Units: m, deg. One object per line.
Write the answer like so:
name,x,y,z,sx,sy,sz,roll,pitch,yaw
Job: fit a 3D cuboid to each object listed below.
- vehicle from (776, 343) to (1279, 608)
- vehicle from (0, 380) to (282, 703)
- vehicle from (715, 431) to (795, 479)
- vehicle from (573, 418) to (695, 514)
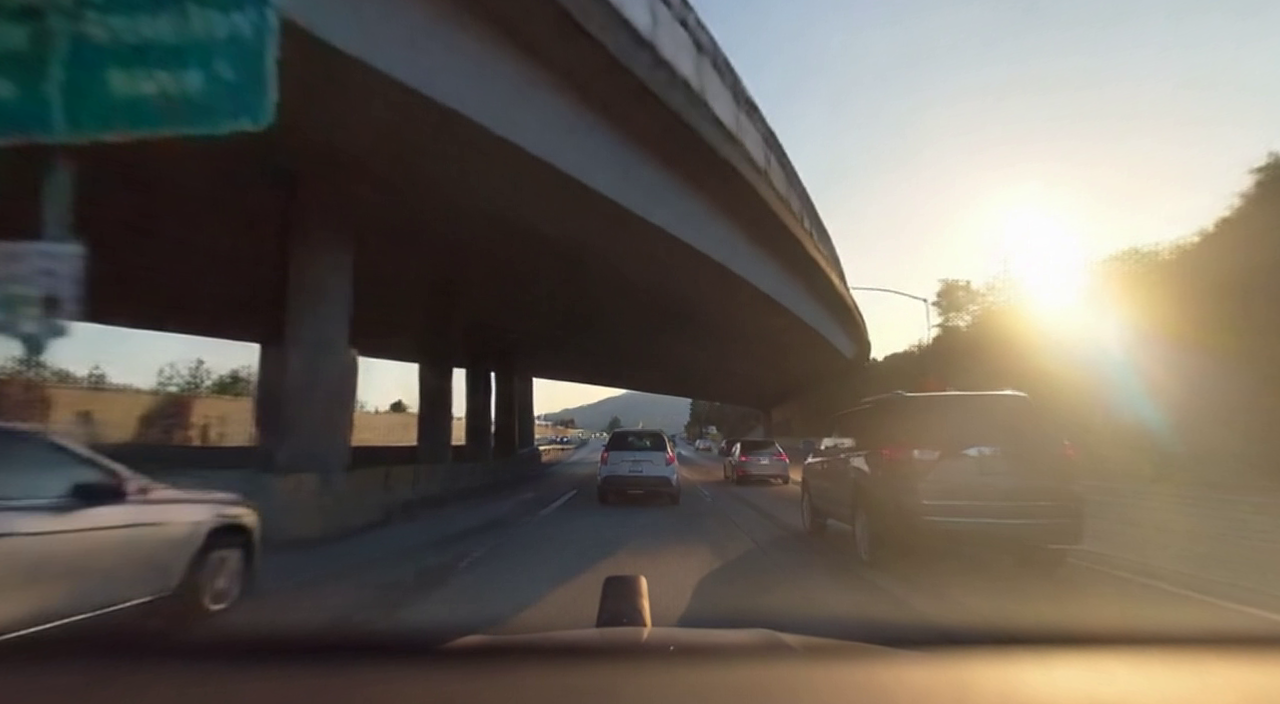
vehicle,3.696,1.361,7.889,2.732,2.065,5.826,0,-8,1
vehicle,-3.930,0.846,2.586,2.011,1.510,4.698,0,-8,2
vehicle,4.161,3.814,23.541,2.210,1.625,4.249,0,-8,0
vehicle,-0.074,2.272,13.001,2.099,1.640,4.134,0,-8,1
